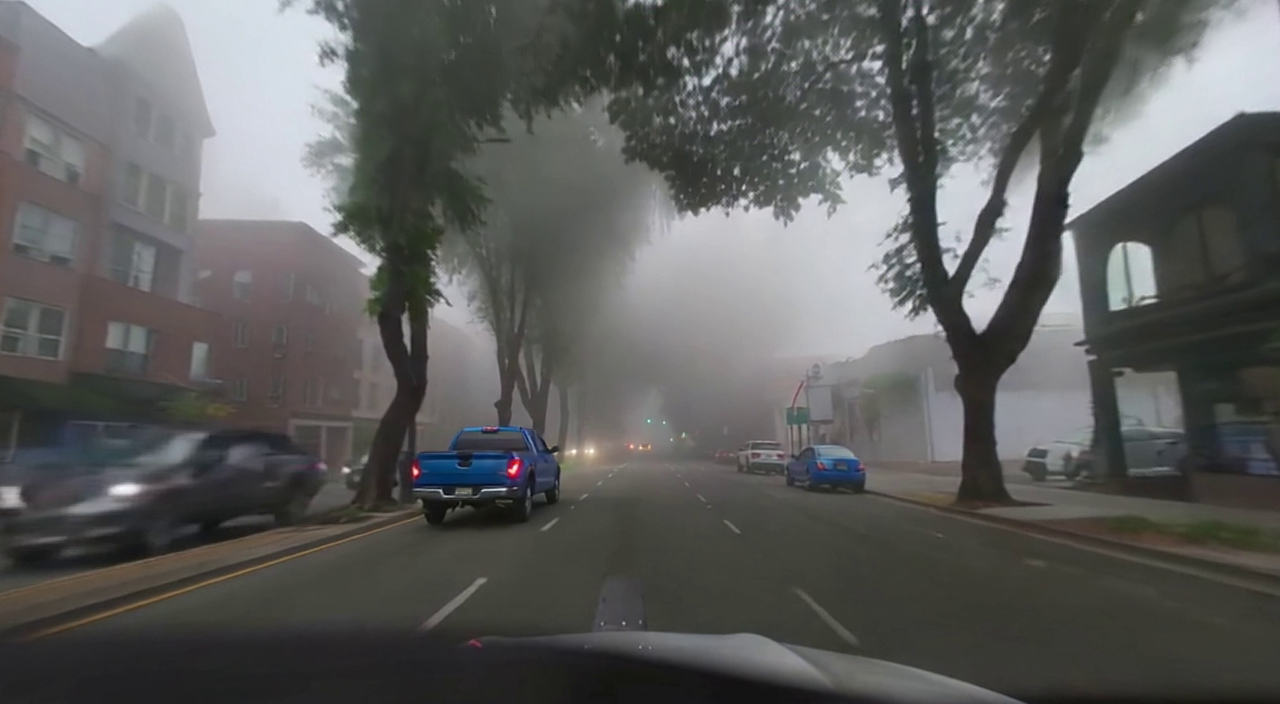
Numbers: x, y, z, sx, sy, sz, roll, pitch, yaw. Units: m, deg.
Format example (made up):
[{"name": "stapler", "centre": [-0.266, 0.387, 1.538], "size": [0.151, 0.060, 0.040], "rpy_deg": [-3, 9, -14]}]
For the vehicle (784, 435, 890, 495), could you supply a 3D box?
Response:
[{"name": "vehicle", "centre": [6.140, 3.561, 20.277], "size": [1.928, 1.679, 4.716], "rpy_deg": [0, -9, 1]}]

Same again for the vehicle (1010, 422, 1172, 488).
[{"name": "vehicle", "centre": [12.940, 2.989, 18.460], "size": [1.864, 1.705, 3.878], "rpy_deg": [0, -9, 1]}]

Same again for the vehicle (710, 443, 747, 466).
[{"name": "vehicle", "centre": [6.270, 7.295, 45.056], "size": [1.988, 1.514, 3.962], "rpy_deg": [0, -9, -2]}]

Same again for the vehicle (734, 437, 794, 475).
[{"name": "vehicle", "centre": [6.152, 5.224, 31.755], "size": [2.018, 1.743, 4.529], "rpy_deg": [0, -9, -1]}]

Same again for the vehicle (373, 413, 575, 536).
[{"name": "vehicle", "centre": [-2.726, 2.218, 12.029], "size": [2.197, 1.786, 5.365], "rpy_deg": [-1, -9, 2]}]

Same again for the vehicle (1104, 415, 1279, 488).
[{"name": "vehicle", "centre": [15.714, 2.800, 17.818], "size": [1.917, 1.791, 4.163], "rpy_deg": [0, -9, -1]}]

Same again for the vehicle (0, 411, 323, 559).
[{"name": "vehicle", "centre": [-7.299, 2.008, 10.184], "size": [2.063, 1.843, 4.349], "rpy_deg": [0, -9, 0]}]
